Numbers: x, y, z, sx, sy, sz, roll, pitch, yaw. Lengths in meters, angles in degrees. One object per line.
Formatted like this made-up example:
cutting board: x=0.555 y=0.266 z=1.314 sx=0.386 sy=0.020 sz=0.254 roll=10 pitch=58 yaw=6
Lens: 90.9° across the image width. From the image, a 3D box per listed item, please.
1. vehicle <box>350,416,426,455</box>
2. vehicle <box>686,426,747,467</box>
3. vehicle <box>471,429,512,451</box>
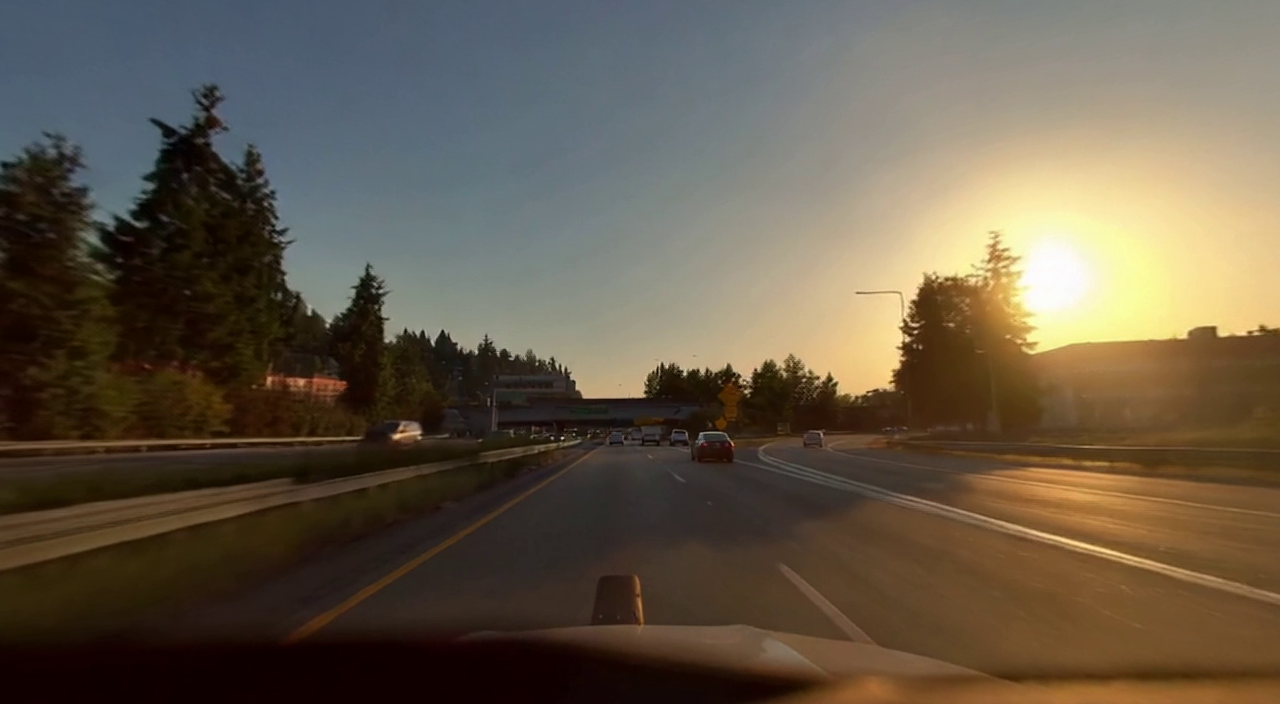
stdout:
vehicle: x=-13.702 y=4.605 z=34.667 sx=2.146 sy=1.969 sz=5.211 roll=0 pitch=-7 yaw=-1
vehicle: x=3.149 y=3.958 z=26.641 sx=1.938 sy=1.578 sz=3.764 roll=0 pitch=-7 yaw=-3
vehicle: x=-10.132 y=6.002 z=43.242 sx=1.972 sy=1.443 sz=4.342 roll=0 pitch=-7 yaw=-3
